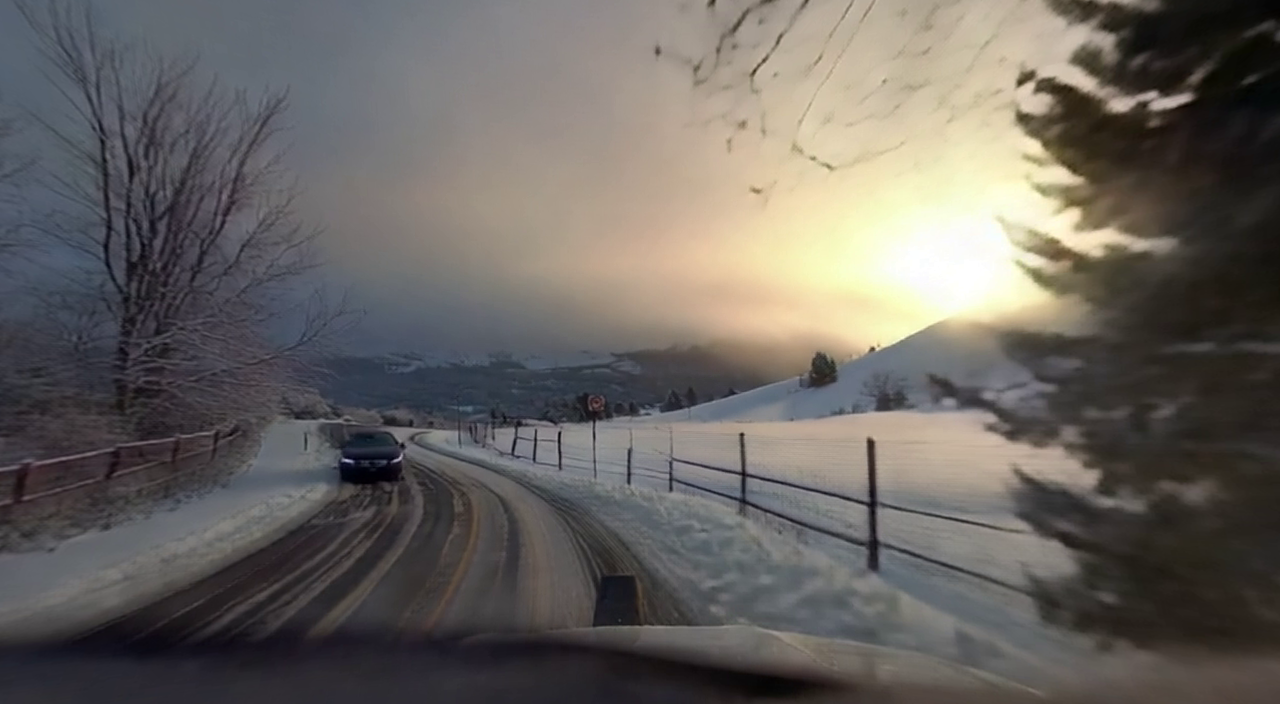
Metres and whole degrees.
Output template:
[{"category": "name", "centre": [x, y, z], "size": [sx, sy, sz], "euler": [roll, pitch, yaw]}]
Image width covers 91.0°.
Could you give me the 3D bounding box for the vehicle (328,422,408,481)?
[{"category": "vehicle", "centre": [-8.559, 3.067, 19.932], "size": [2.075, 1.562, 4.241], "euler": [1, -7, -22]}]
